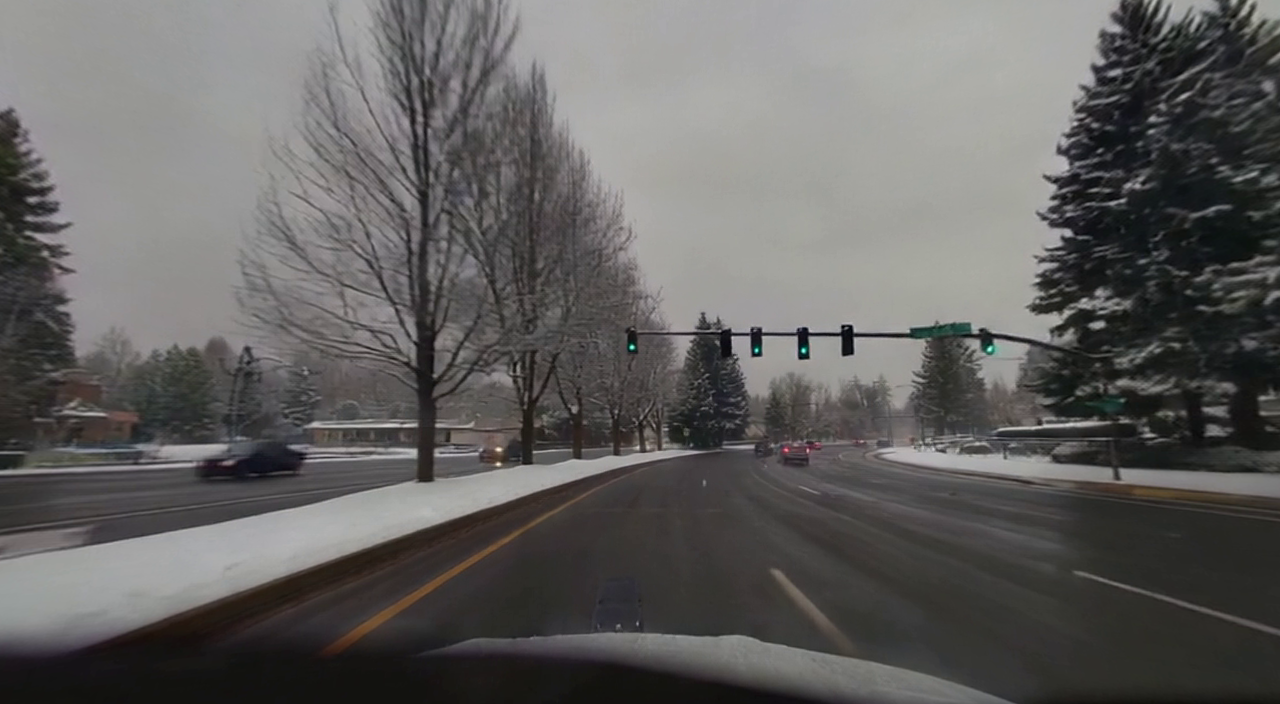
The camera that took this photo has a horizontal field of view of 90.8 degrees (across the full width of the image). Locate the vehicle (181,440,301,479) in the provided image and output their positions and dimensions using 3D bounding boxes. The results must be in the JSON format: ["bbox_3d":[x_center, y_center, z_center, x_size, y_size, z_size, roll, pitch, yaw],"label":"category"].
[{"bbox_3d":[-18.550,4.987,29.731,1.988,1.657,4.909,-1,-8,8],"label":"vehicle"}]

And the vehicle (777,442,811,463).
[{"bbox_3d":[11.228,7.357,46.234,1.988,1.460,3.996,-1,-8,9],"label":"vehicle"}]
